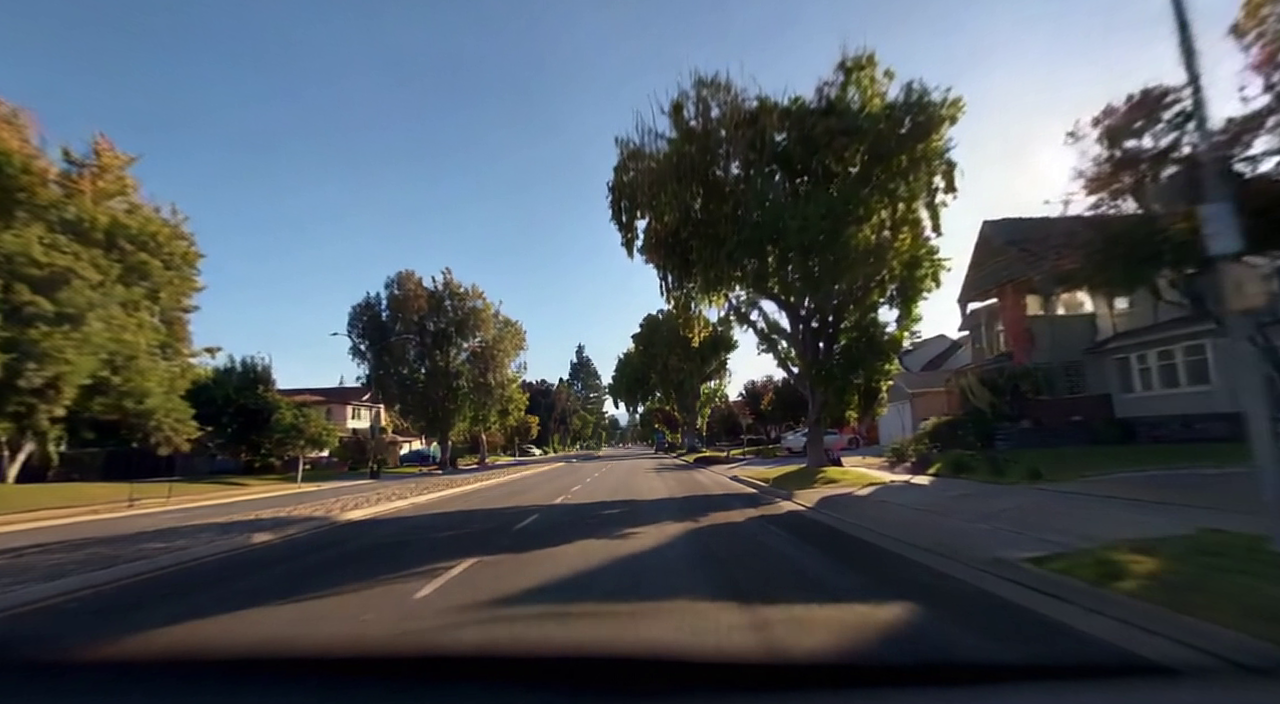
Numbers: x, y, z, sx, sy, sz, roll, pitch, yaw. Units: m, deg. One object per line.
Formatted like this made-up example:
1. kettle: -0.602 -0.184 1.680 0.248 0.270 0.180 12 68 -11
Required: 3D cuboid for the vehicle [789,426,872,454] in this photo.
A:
1. vehicle: 11.851 5.537 39.552 4.545 1.680 2.001 -1 -8 4
